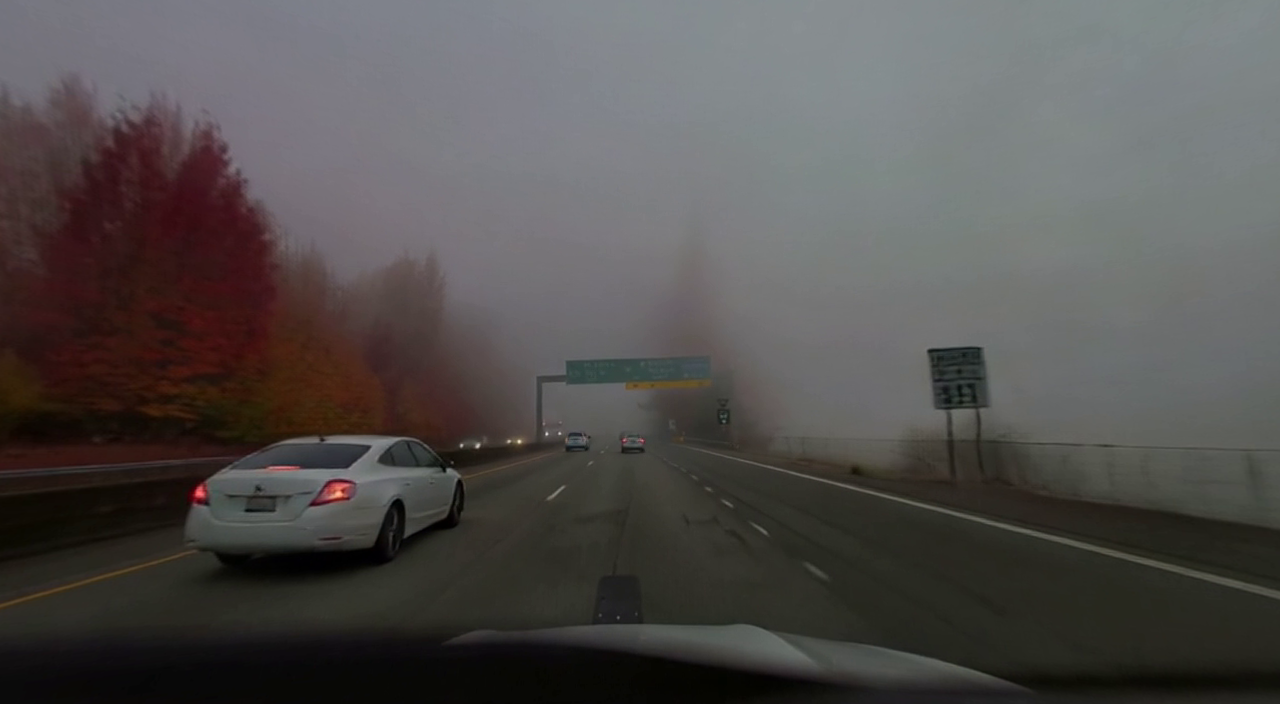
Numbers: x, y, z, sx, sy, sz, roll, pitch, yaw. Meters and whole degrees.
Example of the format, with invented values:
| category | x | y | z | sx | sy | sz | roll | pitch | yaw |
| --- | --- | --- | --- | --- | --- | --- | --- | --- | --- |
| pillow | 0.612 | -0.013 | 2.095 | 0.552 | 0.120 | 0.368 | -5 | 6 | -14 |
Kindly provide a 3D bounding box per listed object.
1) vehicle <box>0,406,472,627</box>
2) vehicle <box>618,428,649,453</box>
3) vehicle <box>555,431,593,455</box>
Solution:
| category | x | y | z | sx | sy | sz | roll | pitch | yaw |
| --- | --- | --- | --- | --- | --- | --- | --- | --- | --- |
| vehicle | -3.417 | 1.450 | 6.701 | 1.989 | 1.497 | 4.645 | 0 | -8 | 0 |
| vehicle | -0.483 | 6.170 | 43.841 | 2.054 | 1.609 | 3.859 | 0 | -8 | -1 |
| vehicle | -4.344 | 6.023 | 41.733 | 2.071 | 1.524 | 4.398 | 0 | -8 | 0 |
